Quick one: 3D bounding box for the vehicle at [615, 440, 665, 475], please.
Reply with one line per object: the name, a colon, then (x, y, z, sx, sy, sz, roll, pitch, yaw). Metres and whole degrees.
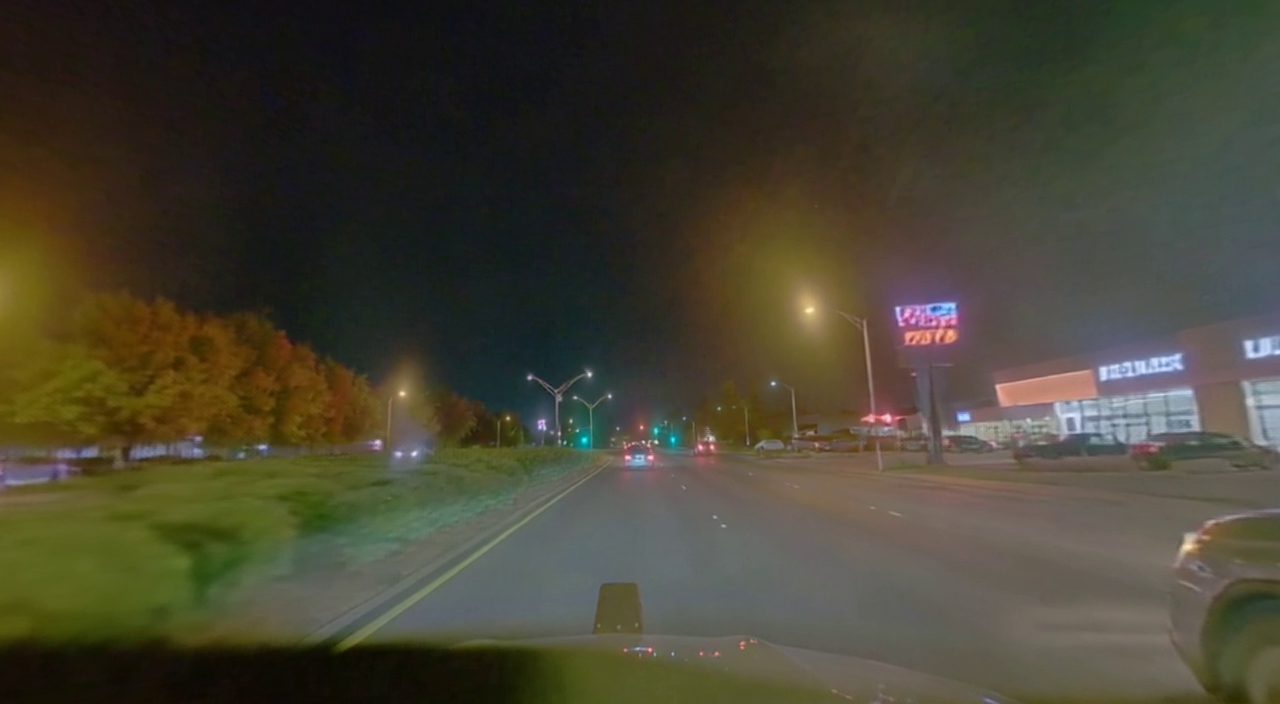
vehicle: (-0.027, 4.708, 28.491, 2.126, 1.475, 3.967, 0, -8, -1)

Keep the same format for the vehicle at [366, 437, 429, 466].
vehicle: (-17.029, 7.028, 44.691, 2.195, 1.911, 5.549, 0, -8, 0)

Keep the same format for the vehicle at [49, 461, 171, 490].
vehicle: (-29.170, 6.791, 34.883, 4.702, 1.471, 2.215, 0, -8, 0)

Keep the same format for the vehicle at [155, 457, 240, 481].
vehicle: (-30.128, 7.977, 43.078, 4.309, 1.468, 2.014, -1, -9, 2)

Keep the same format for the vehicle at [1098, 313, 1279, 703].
vehicle: (3.178, 0.512, 0.621, 2.110, 1.698, 4.397, 0, -8, 0)
